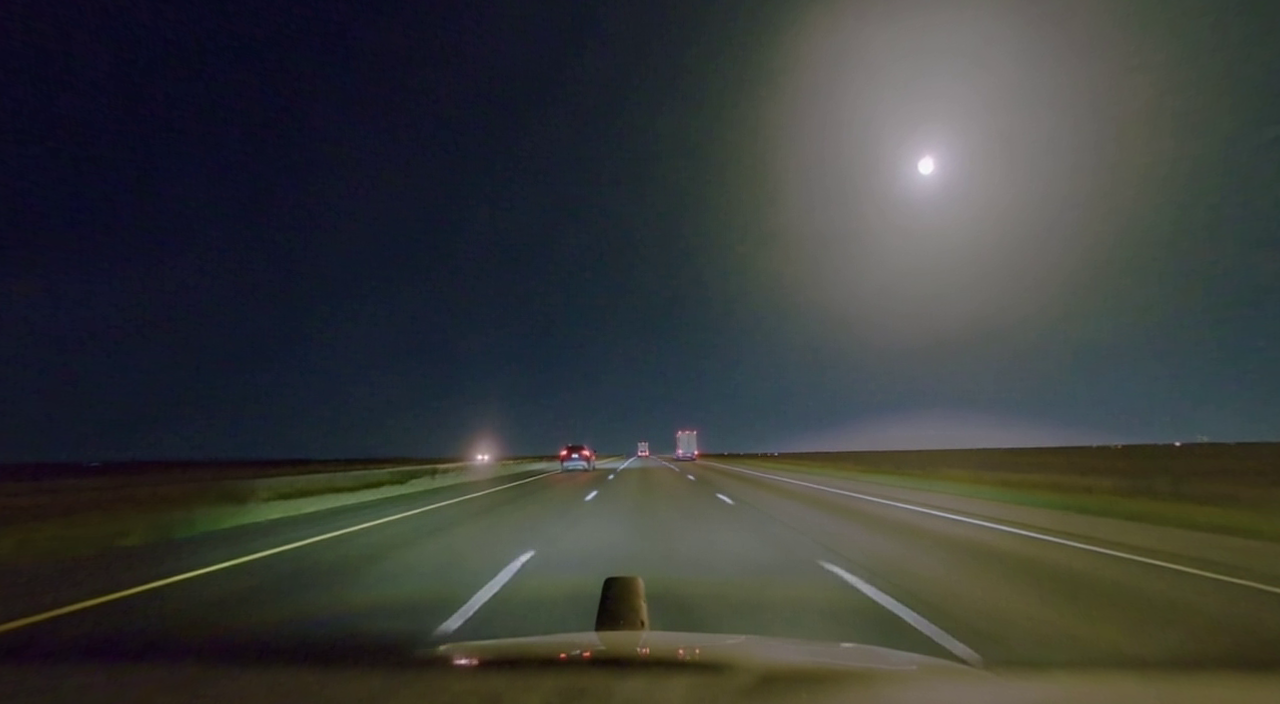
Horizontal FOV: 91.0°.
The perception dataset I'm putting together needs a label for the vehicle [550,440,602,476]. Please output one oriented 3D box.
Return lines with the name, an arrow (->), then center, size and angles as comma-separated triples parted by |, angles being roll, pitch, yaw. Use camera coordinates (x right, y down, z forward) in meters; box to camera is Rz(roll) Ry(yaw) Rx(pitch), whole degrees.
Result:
vehicle -> -3.177, 5.352, 32.018 | 2.070, 1.707, 4.309 | 0, -9, 1
